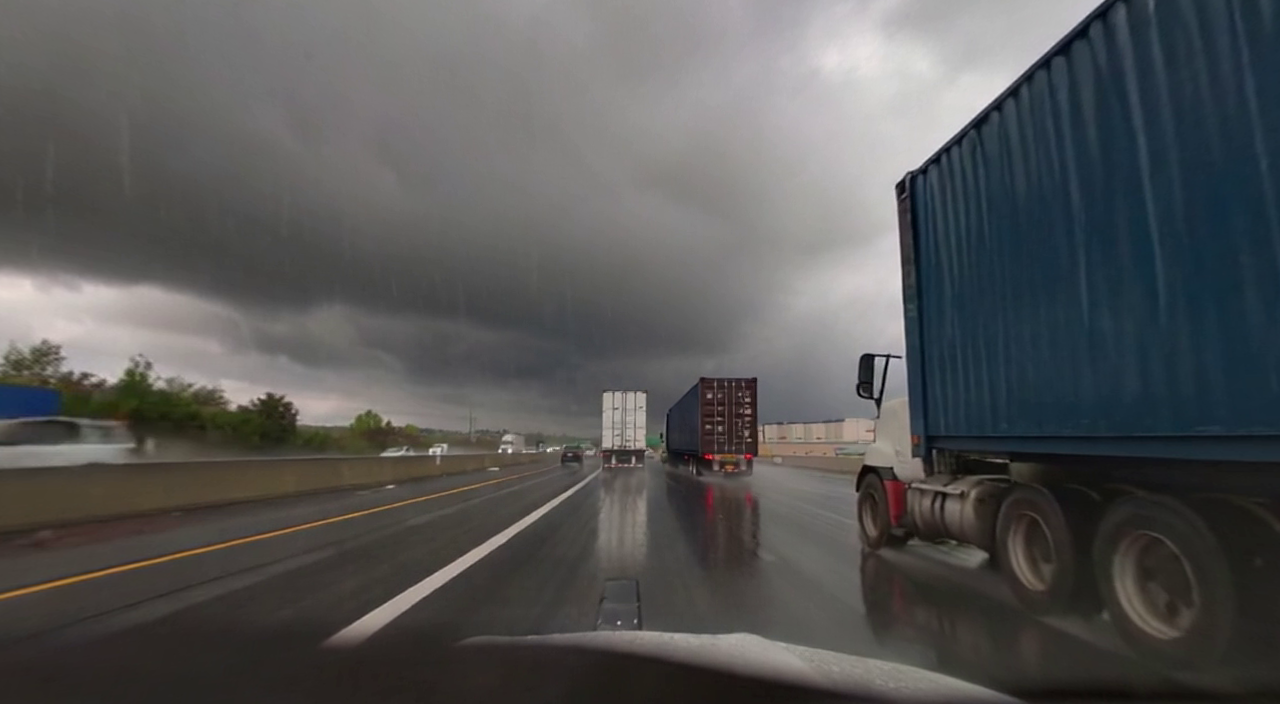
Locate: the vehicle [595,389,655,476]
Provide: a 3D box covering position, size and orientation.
[{"bbox_3d":[-0.824,4.692,35.965,2.841,4.071,12.046,0,-8,-1],"label":"vehicle"}]

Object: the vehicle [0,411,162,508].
[{"bbox_3d":[-12.917,2.149,12.705,2.179,1.779,5.632,0,-9,0],"label":"vehicle"}]

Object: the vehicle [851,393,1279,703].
[{"bbox_3d":[3.149,1.169,4.057,2.073,1.474,4.320,0,-9,0],"label":"vehicle"}]

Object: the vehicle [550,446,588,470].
[{"bbox_3d":[-4.721,7.134,42.875,2.138,1.478,4.641,0,-9,-1],"label":"vehicle"}]

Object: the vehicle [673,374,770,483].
[{"bbox_3d":[3.392,3.826,30.324,2.803,4.072,12.744,0,-9,-1],"label":"vehicle"}]
